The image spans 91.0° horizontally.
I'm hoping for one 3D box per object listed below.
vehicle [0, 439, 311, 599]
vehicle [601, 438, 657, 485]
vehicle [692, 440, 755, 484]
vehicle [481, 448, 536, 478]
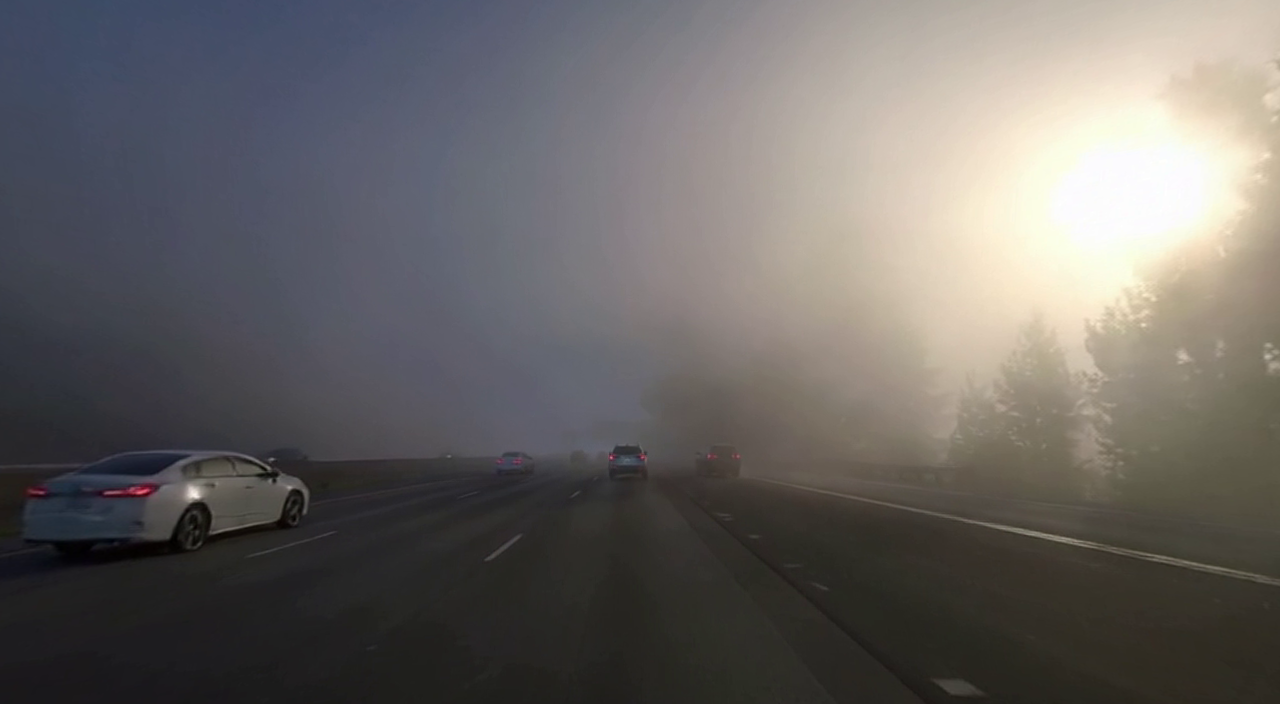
[{"bbox_3d":[-6.640,1.957,8.427,1.918,1.509,4.736,0,-9,0],"label":"vehicle"},{"bbox_3d":[-0.447,4.517,26.348,2.127,1.749,4.776,0,-9,-1],"label":"vehicle"},{"bbox_3d":[3.436,4.631,26.859,1.925,1.716,4.378,0,-9,-2],"label":"vehicle"},{"bbox_3d":[-7.019,5.934,34.022,1.892,1.468,4.792,0,-9,0],"label":"vehicle"}]
